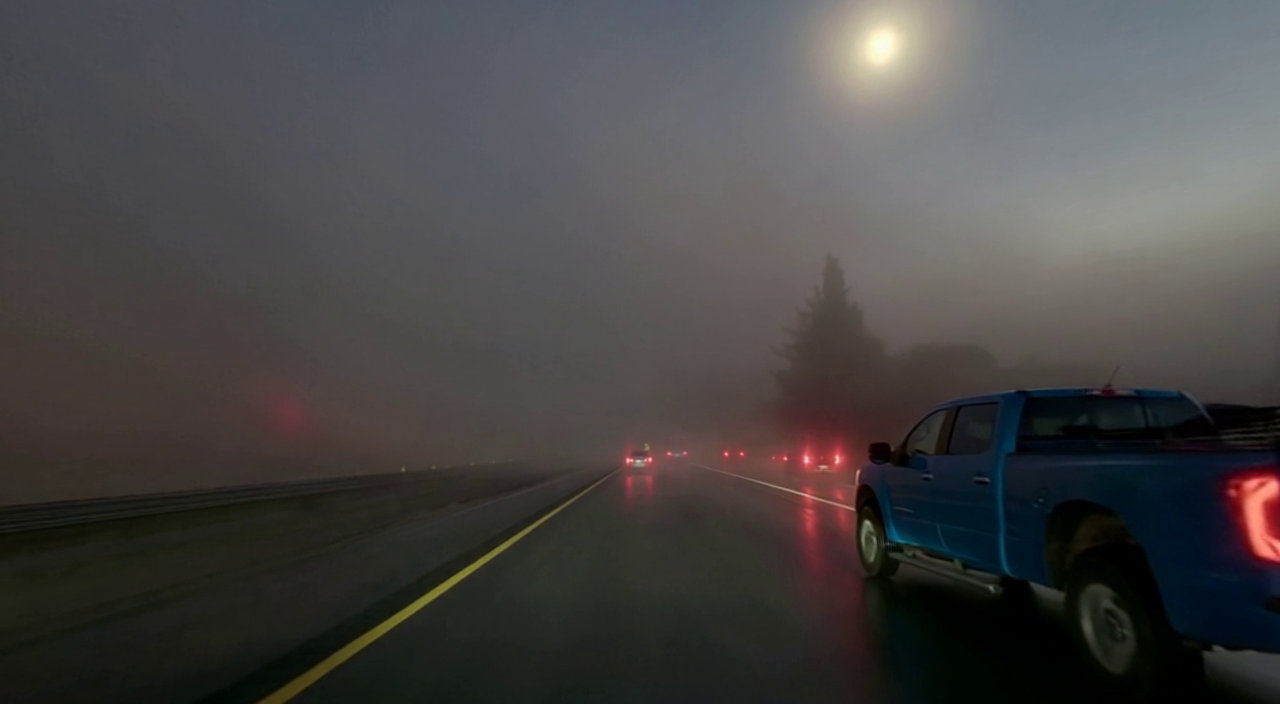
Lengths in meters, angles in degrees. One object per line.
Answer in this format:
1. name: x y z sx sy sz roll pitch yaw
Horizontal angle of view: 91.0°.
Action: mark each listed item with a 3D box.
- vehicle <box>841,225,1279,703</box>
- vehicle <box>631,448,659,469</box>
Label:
1. vehicle: 3.546 0.917 4.493 2.354 2.079 5.586 0 -9 0
2. vehicle: 0.349 8.098 48.077 2.030 1.473 3.926 0 -9 0
